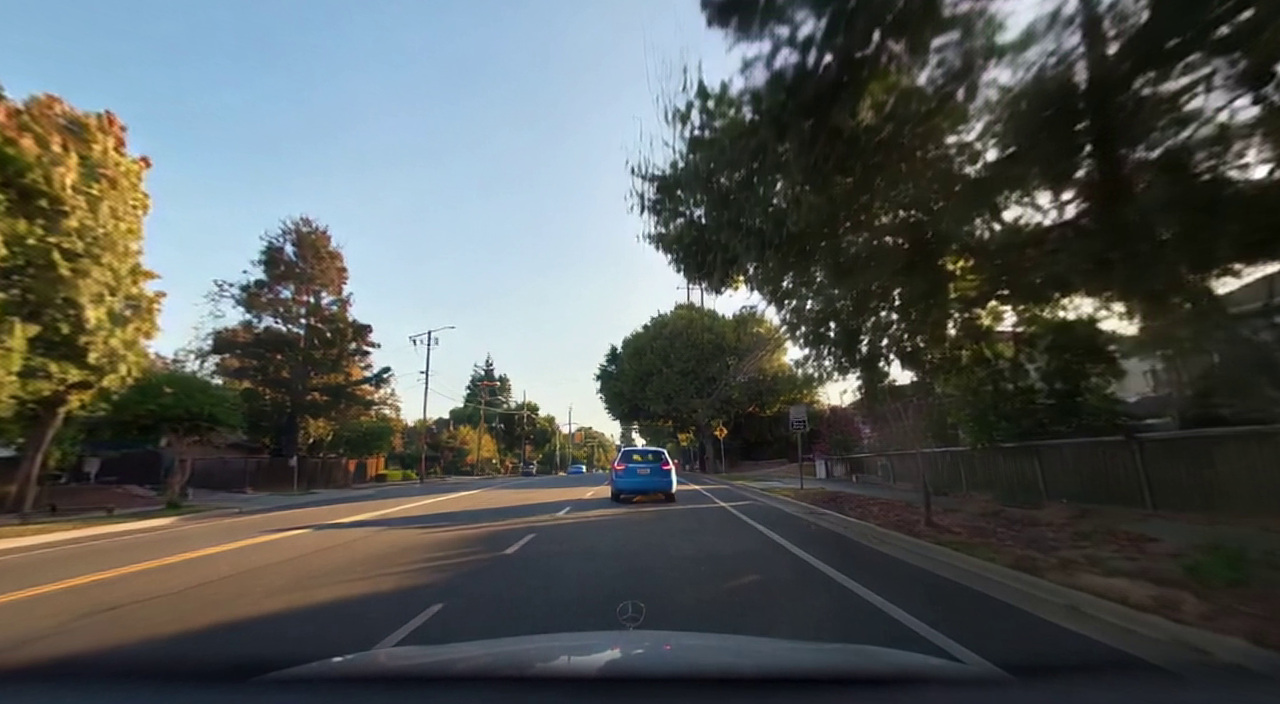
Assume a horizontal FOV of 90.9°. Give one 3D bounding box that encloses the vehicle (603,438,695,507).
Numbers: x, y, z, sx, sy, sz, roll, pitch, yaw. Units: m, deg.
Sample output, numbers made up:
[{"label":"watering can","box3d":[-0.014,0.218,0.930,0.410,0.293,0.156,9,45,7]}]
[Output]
[{"label":"vehicle","box3d":[0.228,3.231,17.333,2.200,1.653,4.127,0,-9,0]}]
